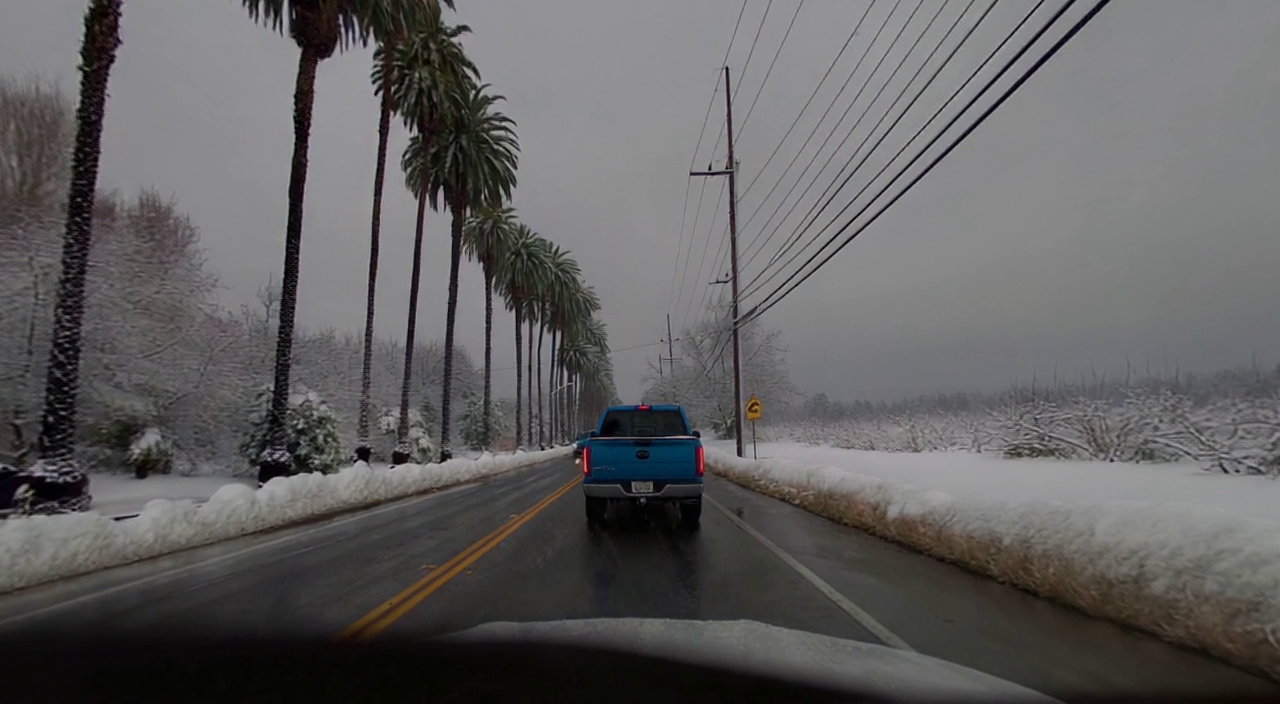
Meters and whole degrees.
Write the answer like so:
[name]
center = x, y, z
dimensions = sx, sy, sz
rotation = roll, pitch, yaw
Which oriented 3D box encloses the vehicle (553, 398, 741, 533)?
[vehicle]
center = 0.078, 2.144, 12.453
dimensions = 2.803, 2.005, 5.885
rotation = 0, -8, -1
